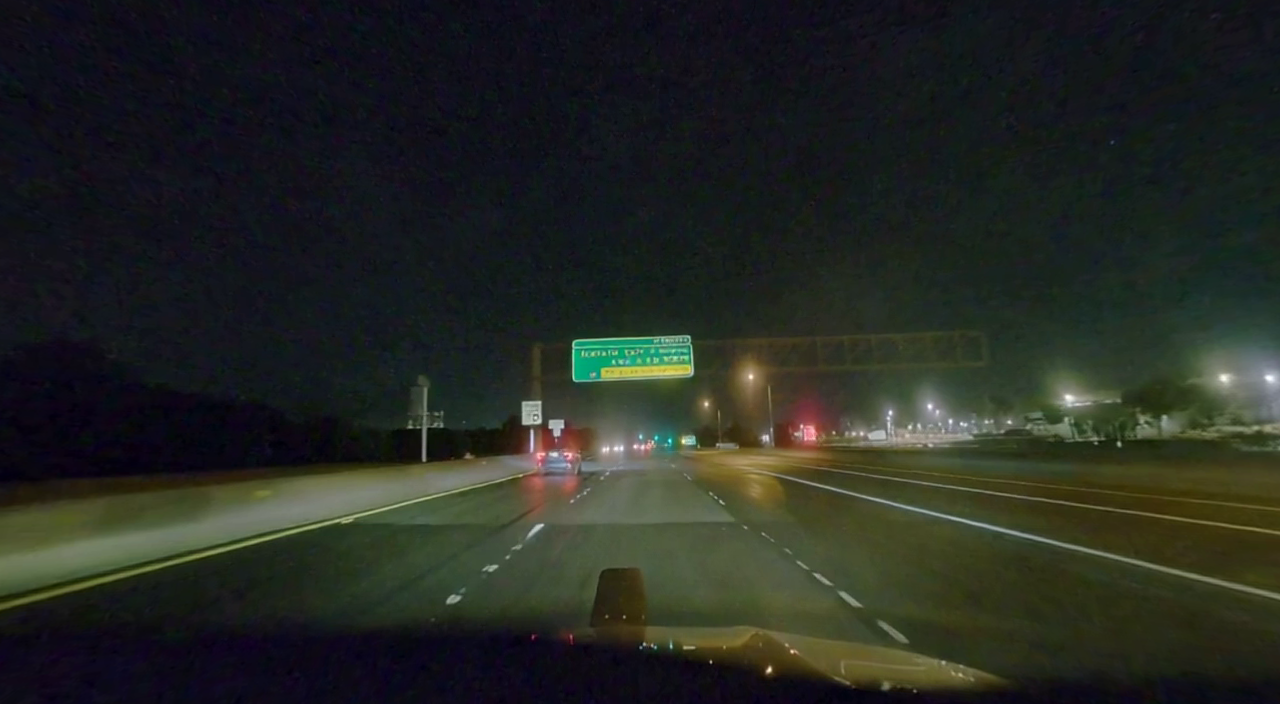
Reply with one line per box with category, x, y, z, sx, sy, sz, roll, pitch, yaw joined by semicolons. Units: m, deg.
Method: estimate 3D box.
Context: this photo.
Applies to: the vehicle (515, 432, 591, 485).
vehicle;-3.017;3.823;22.879;2.072;1.706;4.359;0;-8;1
